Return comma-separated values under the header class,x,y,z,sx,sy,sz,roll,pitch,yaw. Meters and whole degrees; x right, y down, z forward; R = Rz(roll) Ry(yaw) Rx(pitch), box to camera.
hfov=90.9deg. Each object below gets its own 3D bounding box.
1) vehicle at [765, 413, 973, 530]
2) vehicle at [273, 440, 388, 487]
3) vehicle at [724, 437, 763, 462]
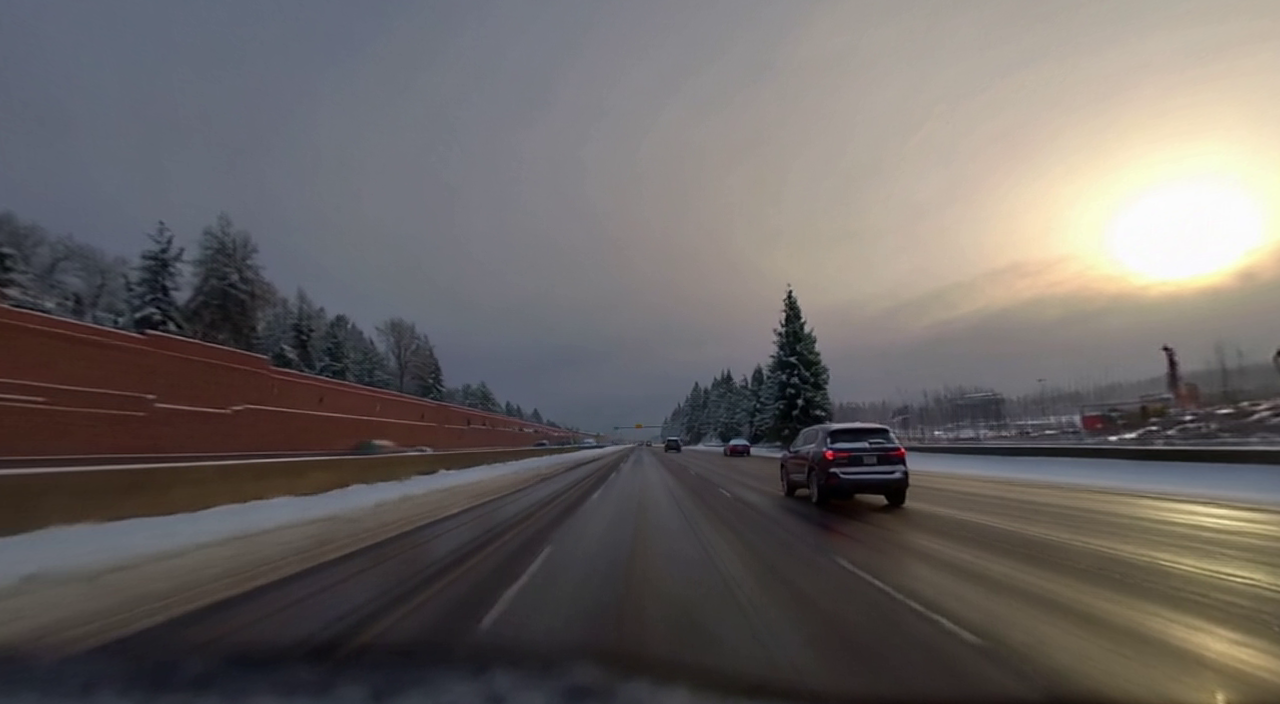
class,x,y,z,sx,sy,sz,roll,pitch,yaw
vehicle,4.011,2.192,12.133,2.190,1.783,4.637,0,-8,-1
vehicle,-10.831,3.925,22.495,1.829,1.484,4.385,0,-8,1
vehicle,7.824,7.394,48.099,2.066,1.795,4.674,0,-8,-1
